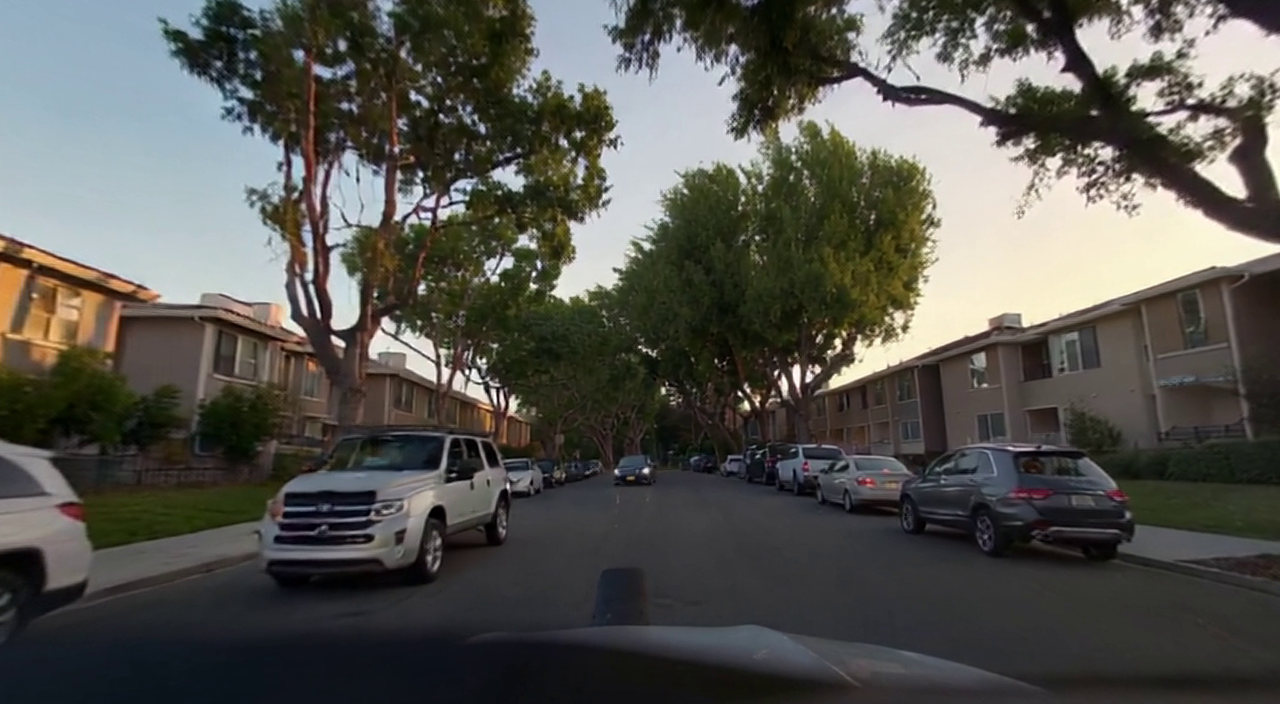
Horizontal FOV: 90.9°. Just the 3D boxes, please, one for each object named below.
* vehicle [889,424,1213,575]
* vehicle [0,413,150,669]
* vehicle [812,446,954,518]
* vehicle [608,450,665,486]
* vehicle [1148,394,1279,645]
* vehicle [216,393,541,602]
[{"bbox_3d":[5.692,2.068,9.669,1.937,1.722,4.575,-1,-9,2],"label":"vehicle"},{"bbox_3d":[-5.504,1.169,3.367,2.002,1.774,4.568,-1,-9,1],"label":"vehicle"},{"bbox_3d":[5.923,3.181,16.045,1.876,1.538,4.447,0,-9,1],"label":"vehicle"},{"bbox_3d":[-0.075,5.107,28.097,1.971,1.476,4.593,-1,-9,6],"label":"vehicle"},{"bbox_3d":[5.571,1.008,3.313,2.111,1.771,4.520,-1,-9,3],"label":"vehicle"},{"bbox_3d":[-2.991,1.823,8.810,2.197,2.047,4.985,-1,-9,3],"label":"vehicle"}]
